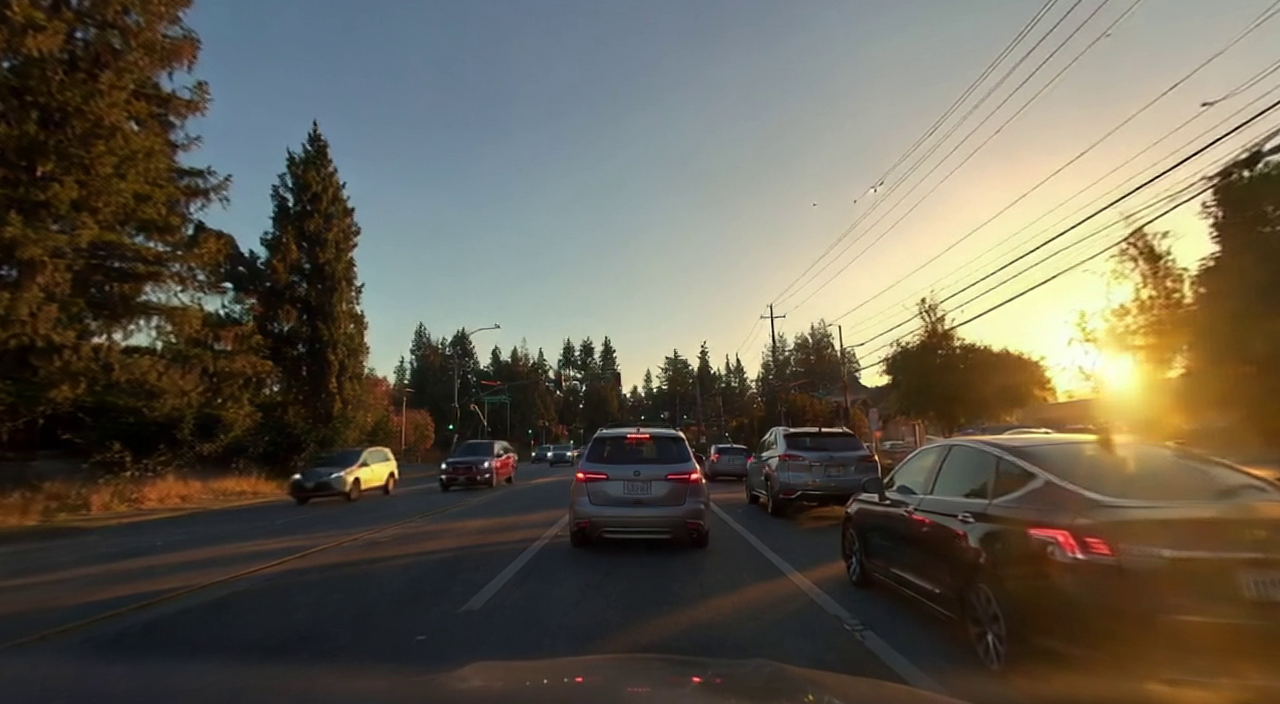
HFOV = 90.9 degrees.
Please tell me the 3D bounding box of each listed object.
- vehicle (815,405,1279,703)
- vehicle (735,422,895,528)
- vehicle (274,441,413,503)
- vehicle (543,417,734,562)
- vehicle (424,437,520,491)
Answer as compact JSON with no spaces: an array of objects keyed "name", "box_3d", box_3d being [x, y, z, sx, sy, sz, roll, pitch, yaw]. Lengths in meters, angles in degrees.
[{"name":"vehicle","box_3d":[2.876,1.267,4.622,1.950,1.487,4.275,0,-8,0]},{"name":"vehicle","box_3d":[3.158,2.306,12.329,1.914,1.698,4.049,0,-8,0]},{"name":"vehicle","box_3d":[-9.874,4.005,21.566,2.230,1.831,4.941,-1,-8,1]},{"name":"vehicle","box_3d":[-0.005,1.894,9.408,2.200,1.653,4.127,0,-8,0]},{"name":"vehicle","box_3d":[-6.312,4.264,24.391,2.328,1.861,4.891,0,-8,1]}]
